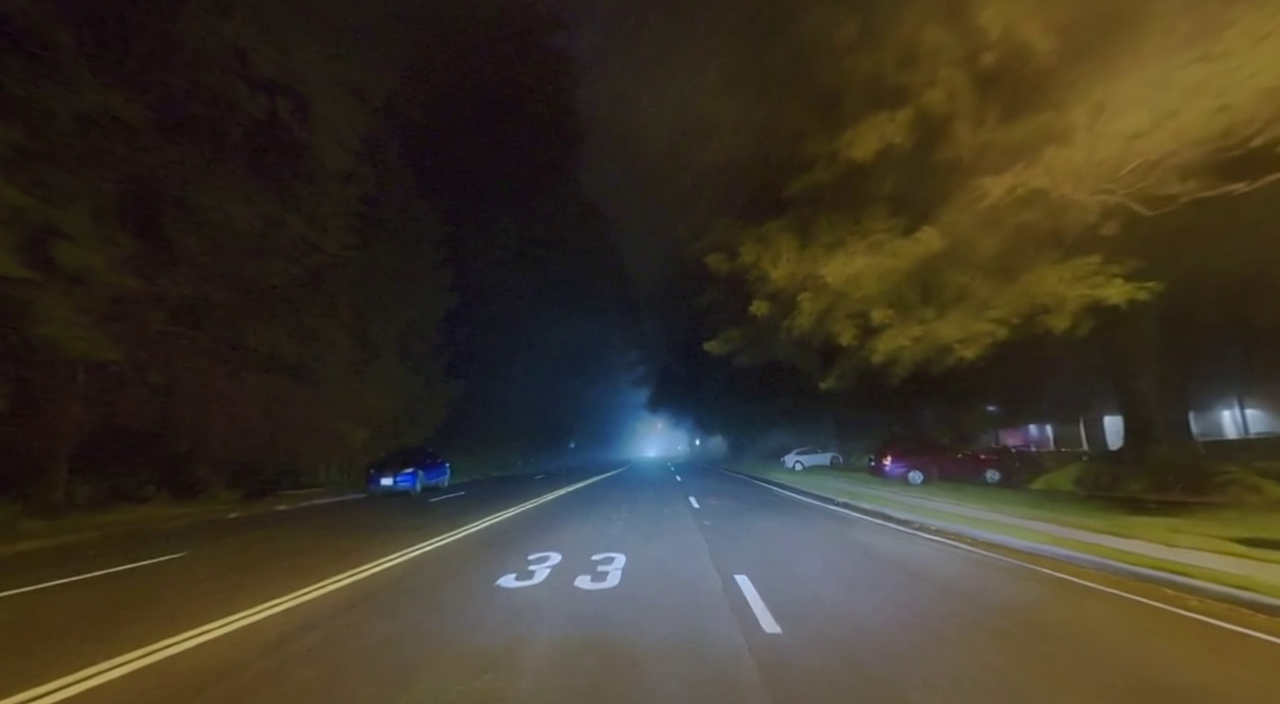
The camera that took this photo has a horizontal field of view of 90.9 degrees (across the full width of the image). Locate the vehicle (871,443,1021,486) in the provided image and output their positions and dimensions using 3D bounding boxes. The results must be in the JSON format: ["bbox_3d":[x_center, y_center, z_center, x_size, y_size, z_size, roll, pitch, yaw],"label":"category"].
[{"bbox_3d":[10.996,4.068,22.895,4.460,1.456,1.804,-1,-9,3],"label":"vehicle"}]

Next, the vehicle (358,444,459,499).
[{"bbox_3d":[-8.607,4.435,23.917,2.142,1.723,4.275,-3,-8,1],"label":"vehicle"}]

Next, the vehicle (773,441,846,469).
[{"bbox_3d":[11.831,7.203,44.130,4.537,1.828,2.020,-1,-9,3],"label":"vehicle"}]

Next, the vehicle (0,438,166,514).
[{"bbox_3d":[-15.878,3.255,16.798,4.753,1.850,2.127,0,-9,1],"label":"vehicle"}]
